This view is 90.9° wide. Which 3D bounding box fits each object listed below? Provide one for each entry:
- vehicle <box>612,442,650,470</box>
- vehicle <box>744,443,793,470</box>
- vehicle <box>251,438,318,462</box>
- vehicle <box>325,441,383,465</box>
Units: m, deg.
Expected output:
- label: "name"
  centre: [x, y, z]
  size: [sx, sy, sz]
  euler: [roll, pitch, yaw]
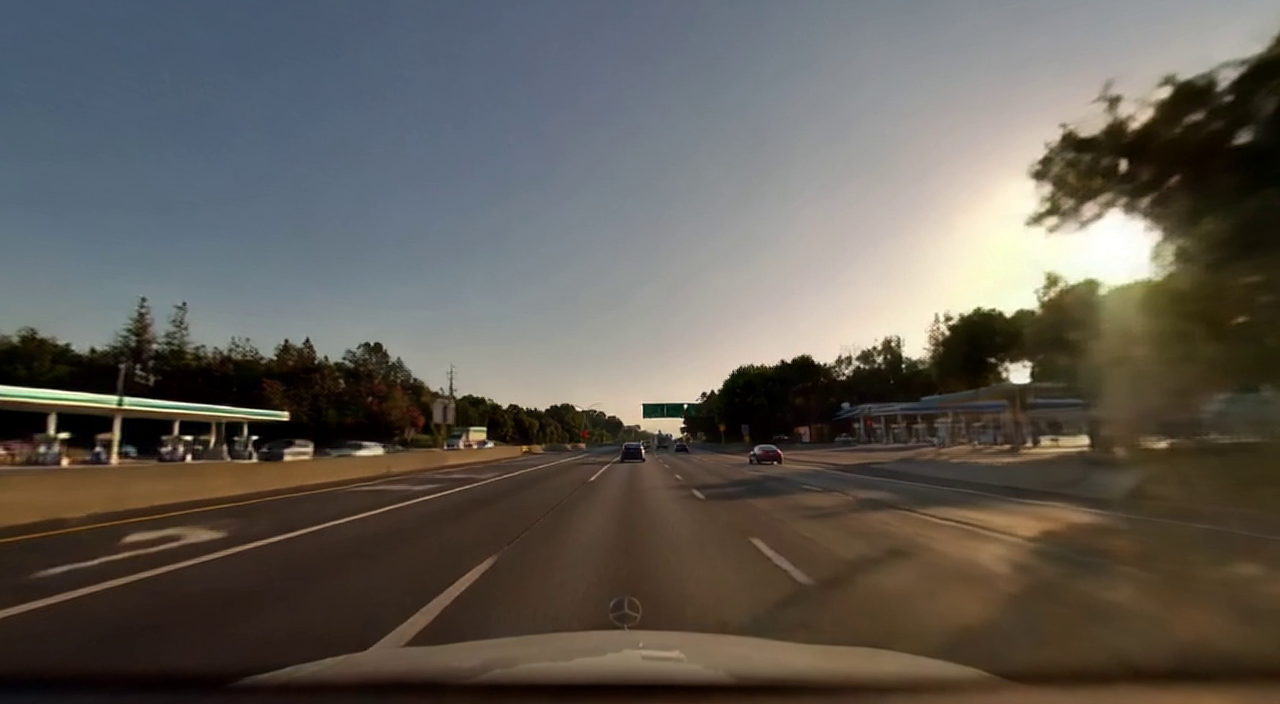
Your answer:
- label: "vehicle"
  centre: [-0.495, 5.739, 35.017]
  size: [1.999, 1.473, 4.351]
  euler: [0, -8, -1]
- label: "vehicle"
  centre: [7.538, 6.146, 37.400]
  size: [1.867, 1.463, 4.295]
  euler: [0, -8, -1]
- label: "vehicle"
  centre: [-26.795, 7.436, 47.783]
  size: [1.987, 1.678, 5.218]
  euler: [0, -8, 1]
- label: "vehicle"
  centre: [-18.541, 6.570, 41.080]
  size: [1.817, 1.463, 4.068]
  euler: [0, -8, 1]
